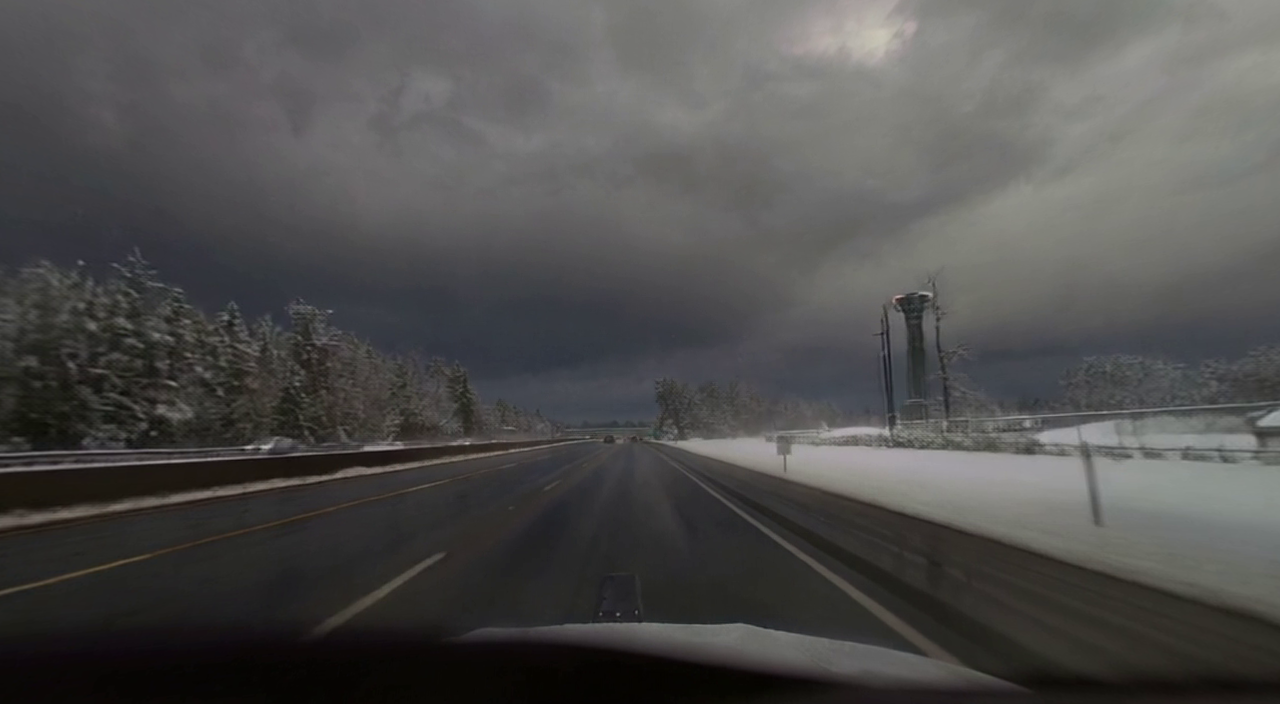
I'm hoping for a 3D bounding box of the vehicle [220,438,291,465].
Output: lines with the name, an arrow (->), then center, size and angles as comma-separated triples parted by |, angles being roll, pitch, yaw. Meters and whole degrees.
vehicle -> -24.771, 6.384, 40.671 | 1.877, 1.586, 4.313 | 0, -8, -1
